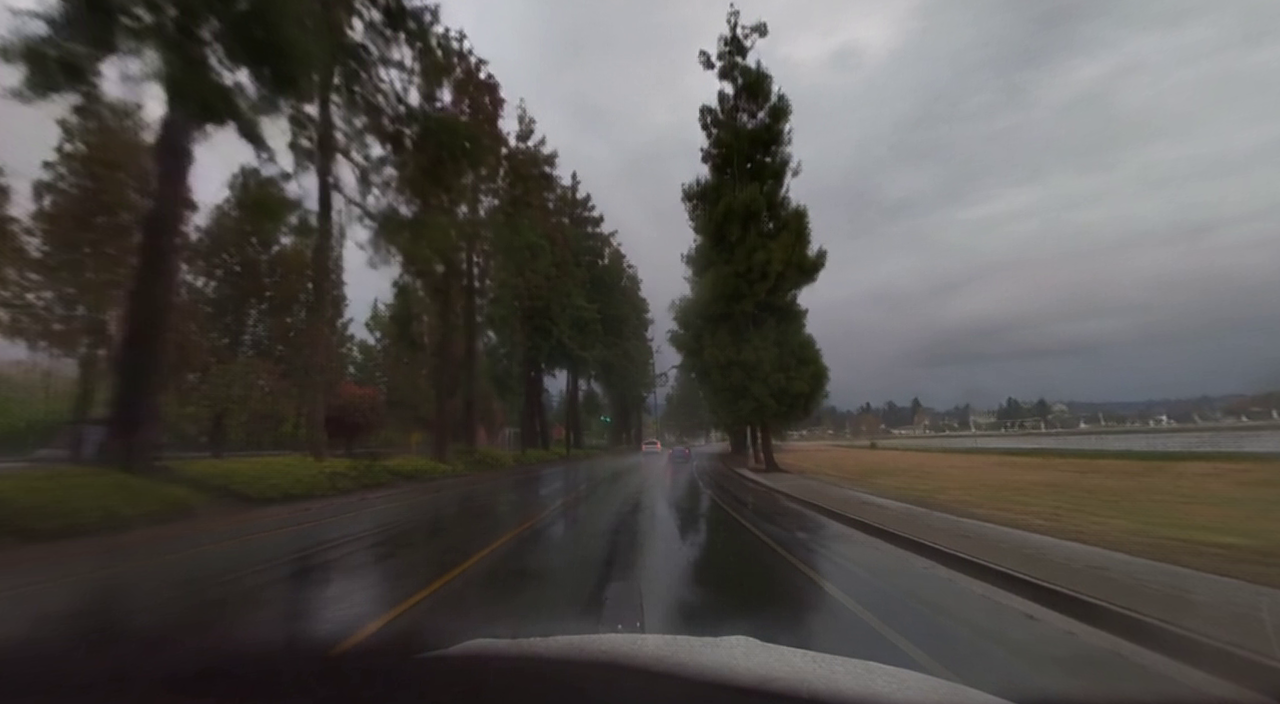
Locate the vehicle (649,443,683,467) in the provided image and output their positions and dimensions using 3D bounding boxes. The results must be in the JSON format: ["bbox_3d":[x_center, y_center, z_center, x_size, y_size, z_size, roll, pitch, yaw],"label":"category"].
[{"bbox_3d":[1.785,6.909,42.574,2.071,1.474,4.047,-1,-8,6],"label":"vehicle"}]
